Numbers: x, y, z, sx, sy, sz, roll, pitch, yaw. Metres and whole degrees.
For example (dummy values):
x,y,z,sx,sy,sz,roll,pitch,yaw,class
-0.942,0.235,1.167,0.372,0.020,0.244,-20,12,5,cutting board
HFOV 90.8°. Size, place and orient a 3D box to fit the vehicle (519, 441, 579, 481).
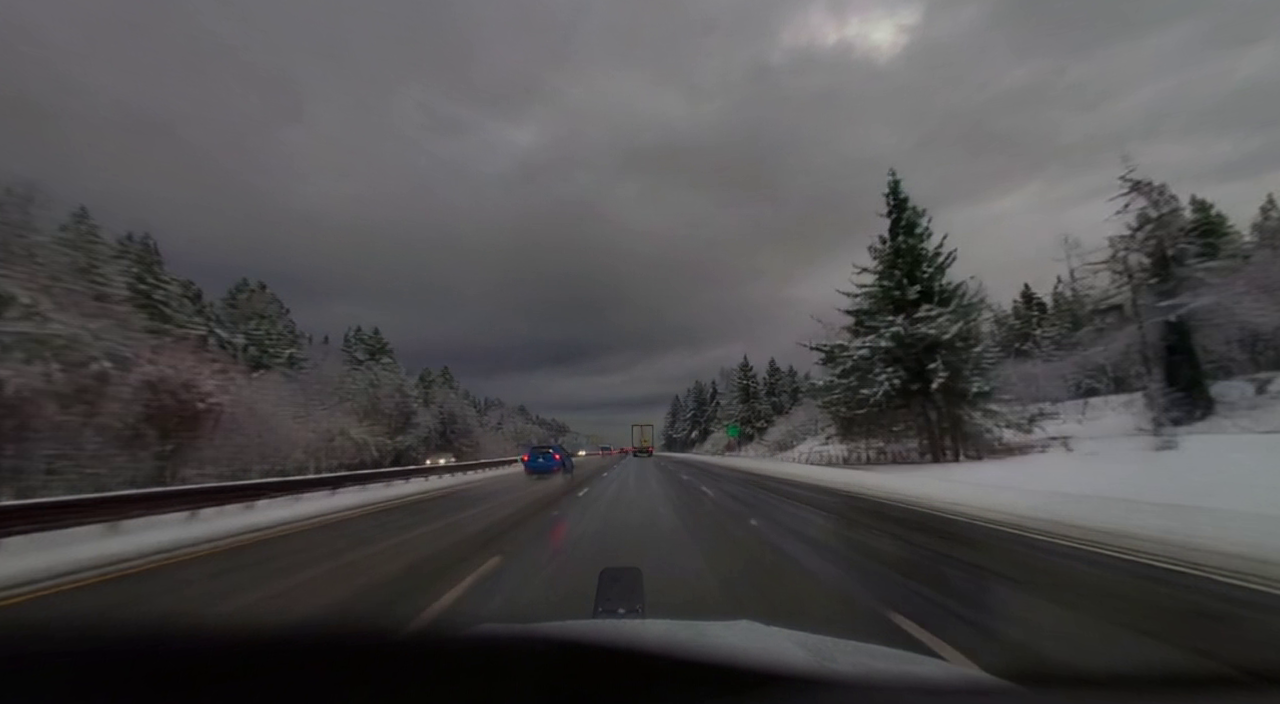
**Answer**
x,y,z,sx,sy,sz,roll,pitch,yaw,class
-3.820,4.658,27.099,2.018,1.548,3.849,0,-9,0,vehicle
